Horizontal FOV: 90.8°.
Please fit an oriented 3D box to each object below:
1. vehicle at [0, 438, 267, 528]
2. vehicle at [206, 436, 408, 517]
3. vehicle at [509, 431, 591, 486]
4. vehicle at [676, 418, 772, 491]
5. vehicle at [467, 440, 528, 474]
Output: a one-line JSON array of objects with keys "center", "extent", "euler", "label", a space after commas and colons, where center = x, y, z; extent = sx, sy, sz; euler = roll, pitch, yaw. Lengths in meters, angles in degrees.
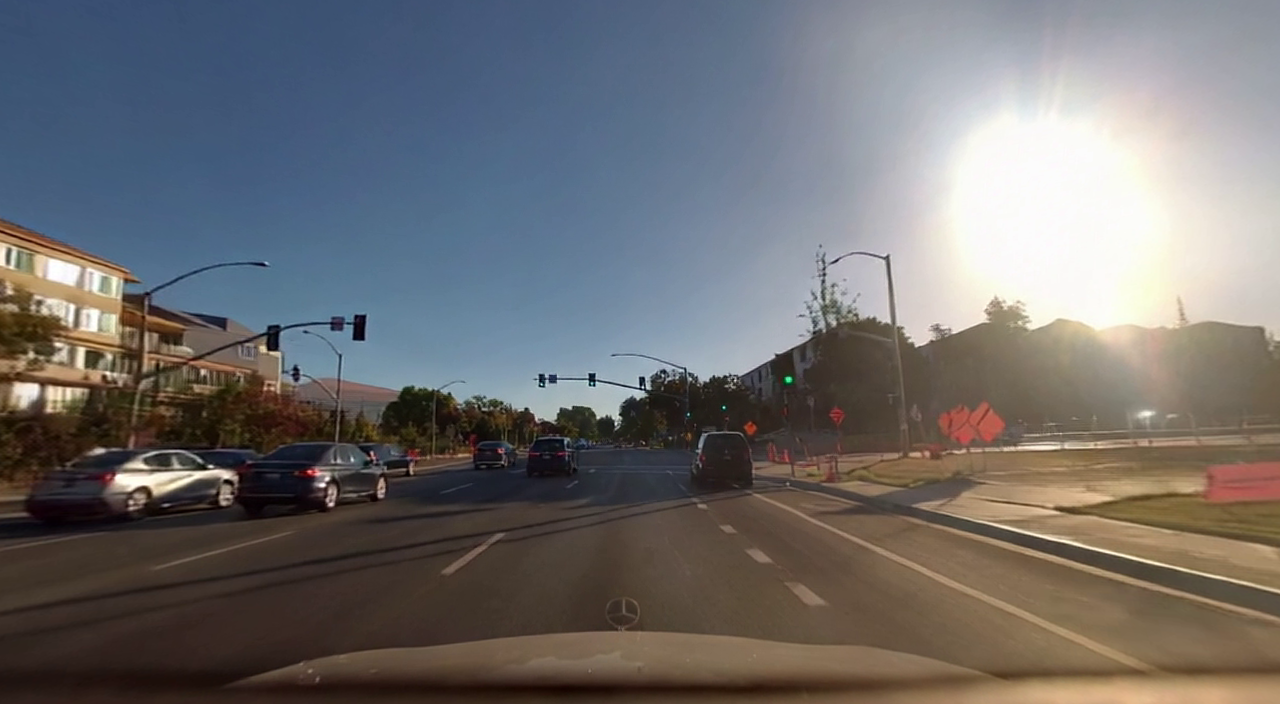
[{"center": [-9.898, 2.531, 12.865], "extent": [1.874, 1.492, 4.475], "euler": [0, -9, 0], "label": "vehicle"}, {"center": [-7.068, 2.672, 14.123], "extent": [1.928, 1.488, 4.635], "euler": [0, -8, 1], "label": "vehicle"}, {"center": [-2.895, 3.532, 21.242], "extent": [2.121, 1.654, 3.993], "euler": [0, -8, 1], "label": "vehicle"}, {"center": [2.278, 2.959, 18.431], "extent": [2.197, 1.835, 4.316], "euler": [0, -9, 0], "label": "vehicle"}, {"center": [-6.704, 4.959, 30.099], "extent": [1.993, 1.492, 3.666], "euler": [0, -9, 0], "label": "vehicle"}]
